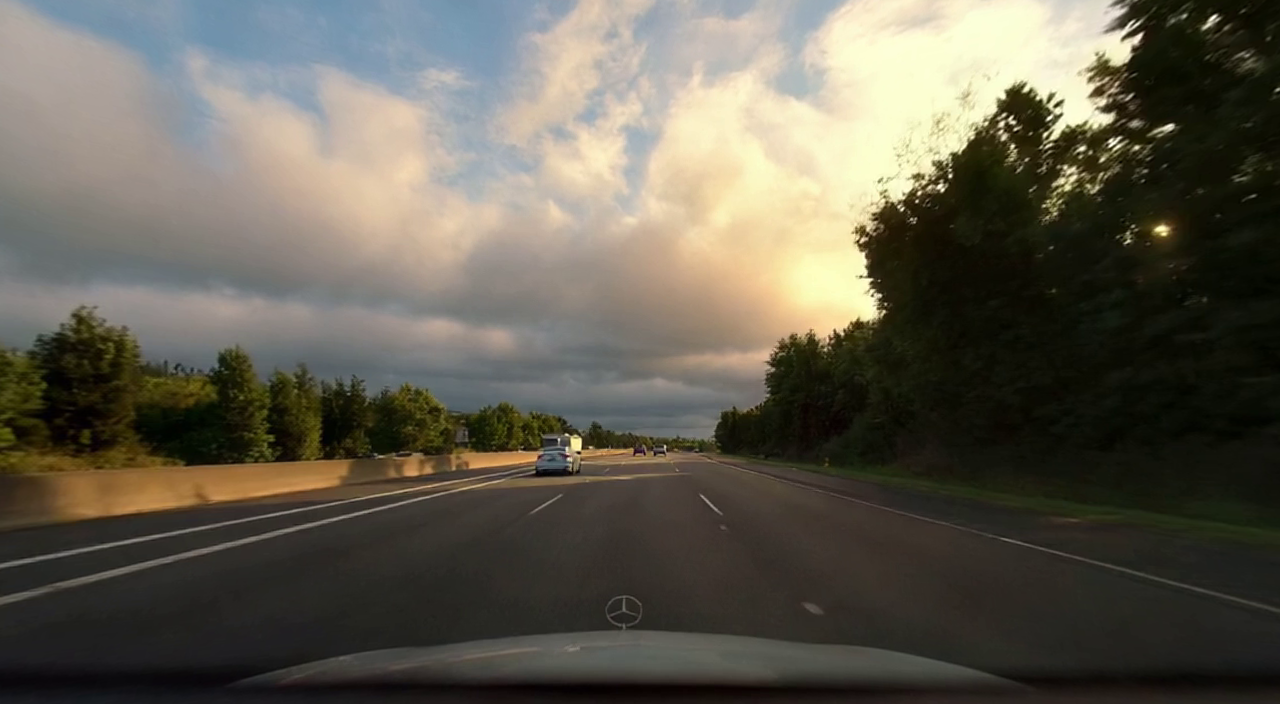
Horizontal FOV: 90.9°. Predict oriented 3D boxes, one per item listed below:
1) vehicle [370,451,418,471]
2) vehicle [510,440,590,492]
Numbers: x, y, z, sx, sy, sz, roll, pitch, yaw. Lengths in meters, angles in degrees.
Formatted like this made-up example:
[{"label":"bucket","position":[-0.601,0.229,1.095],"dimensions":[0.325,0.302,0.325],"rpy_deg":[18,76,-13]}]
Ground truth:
[{"label":"vehicle","position":[-18.553,8.253,47.721],"dimensions":[2.031,1.420,3.675],"rpy_deg":[-1,-9,2]},{"label":"vehicle","position":[-2.919,3.822,21.445],"dimensions":[1.959,1.571,4.313],"rpy_deg":[-1,-9,2]}]
